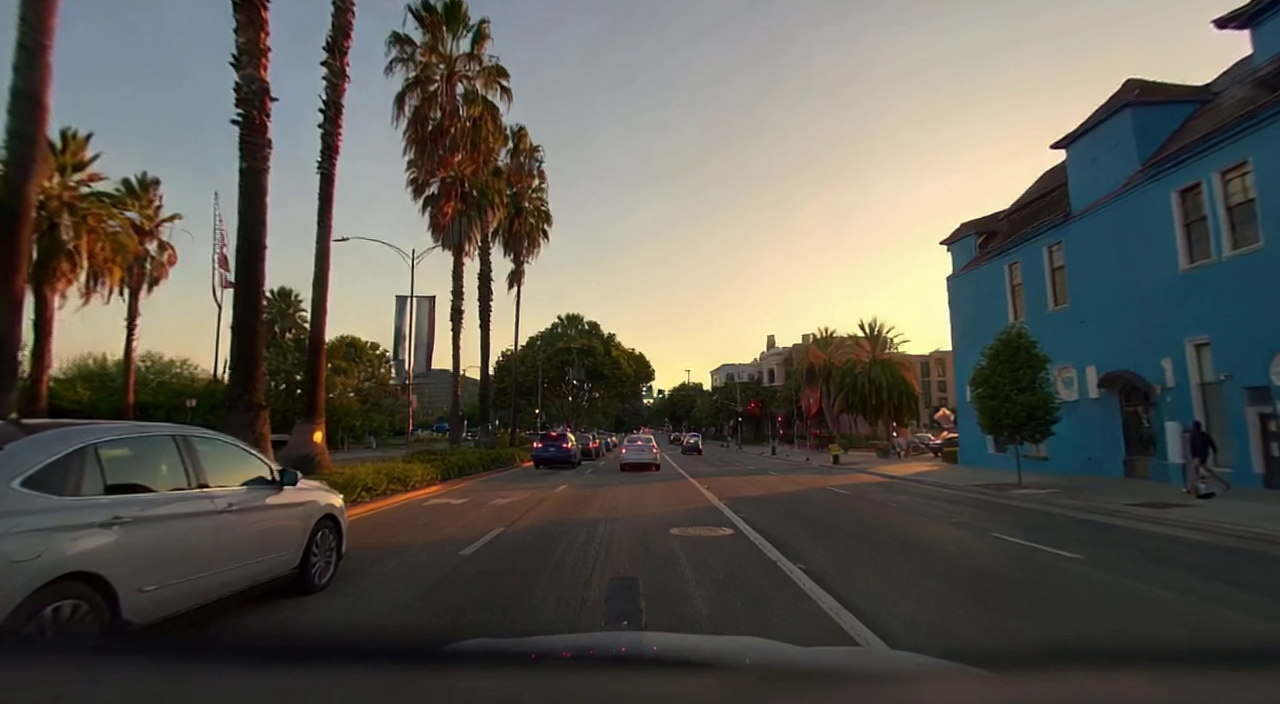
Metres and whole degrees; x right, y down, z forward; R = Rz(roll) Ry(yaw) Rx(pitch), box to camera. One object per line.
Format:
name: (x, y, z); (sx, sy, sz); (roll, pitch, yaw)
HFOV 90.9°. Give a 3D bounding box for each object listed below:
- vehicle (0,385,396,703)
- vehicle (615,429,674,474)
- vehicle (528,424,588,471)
vehicle: (-3.562, 1.160, 4.342); (1.875, 1.526, 4.542); (0, -8, 1)
vehicle: (0.156, 3.911, 24.953); (2.114, 1.585, 4.285); (0, -8, 0)
vehicle: (-3.266, 3.920, 25.933); (1.914, 1.741, 4.398); (0, -8, -1)
